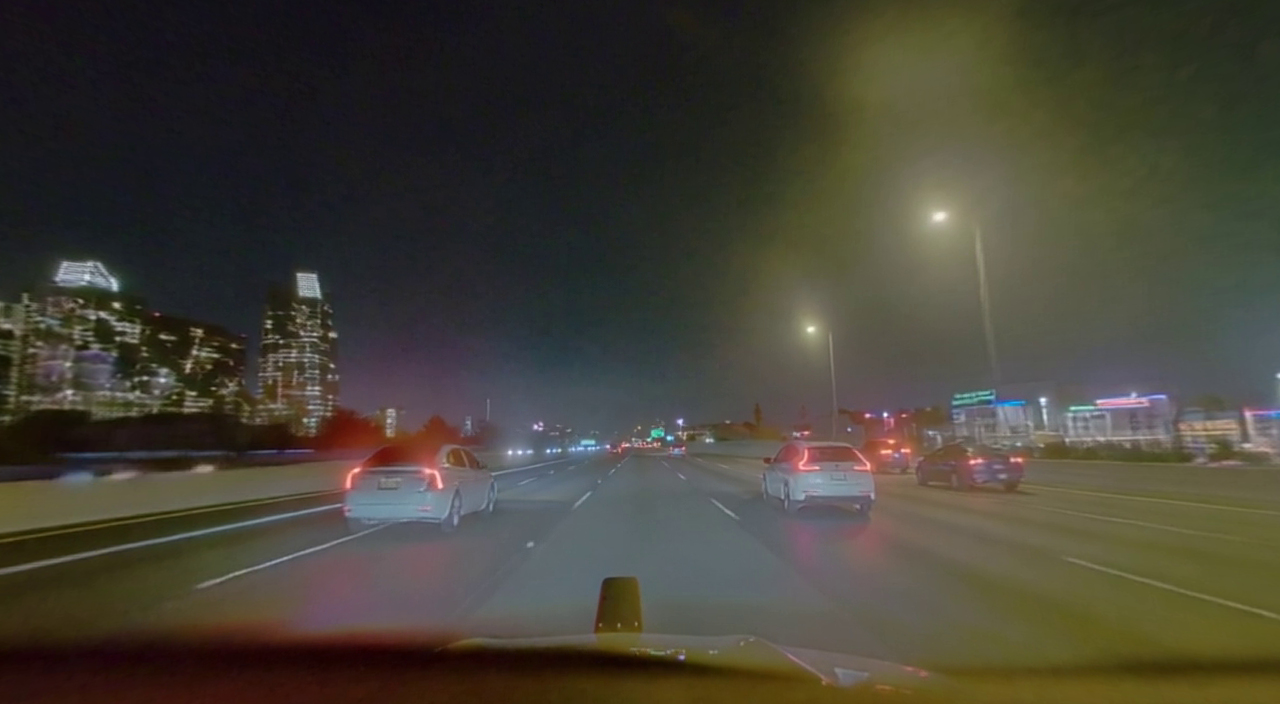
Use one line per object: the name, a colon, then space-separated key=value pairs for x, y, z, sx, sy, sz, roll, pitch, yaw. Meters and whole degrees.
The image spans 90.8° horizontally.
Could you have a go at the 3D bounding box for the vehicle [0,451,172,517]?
vehicle: x=-18.434 y=4.139 z=20.505 sx=2.303 sy=1.776 sz=5.407 roll=0 pitch=-8 yaw=0

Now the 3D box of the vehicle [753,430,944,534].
vehicle: x=3.438 y=2.208 z=11.356 sx=1.961 sy=1.504 sz=4.094 roll=0 pitch=-8 yaw=-1

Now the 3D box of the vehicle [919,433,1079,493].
vehicle: x=10.233 y=3.186 z=18.485 sx=2.019 sy=1.529 sz=4.385 roll=0 pitch=-8 yaw=-1

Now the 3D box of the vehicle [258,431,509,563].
vehicle: x=-3.471 y=2.026 z=9.618 sx=1.975 sy=1.536 sz=4.295 roll=0 pitch=-8 yaw=1
